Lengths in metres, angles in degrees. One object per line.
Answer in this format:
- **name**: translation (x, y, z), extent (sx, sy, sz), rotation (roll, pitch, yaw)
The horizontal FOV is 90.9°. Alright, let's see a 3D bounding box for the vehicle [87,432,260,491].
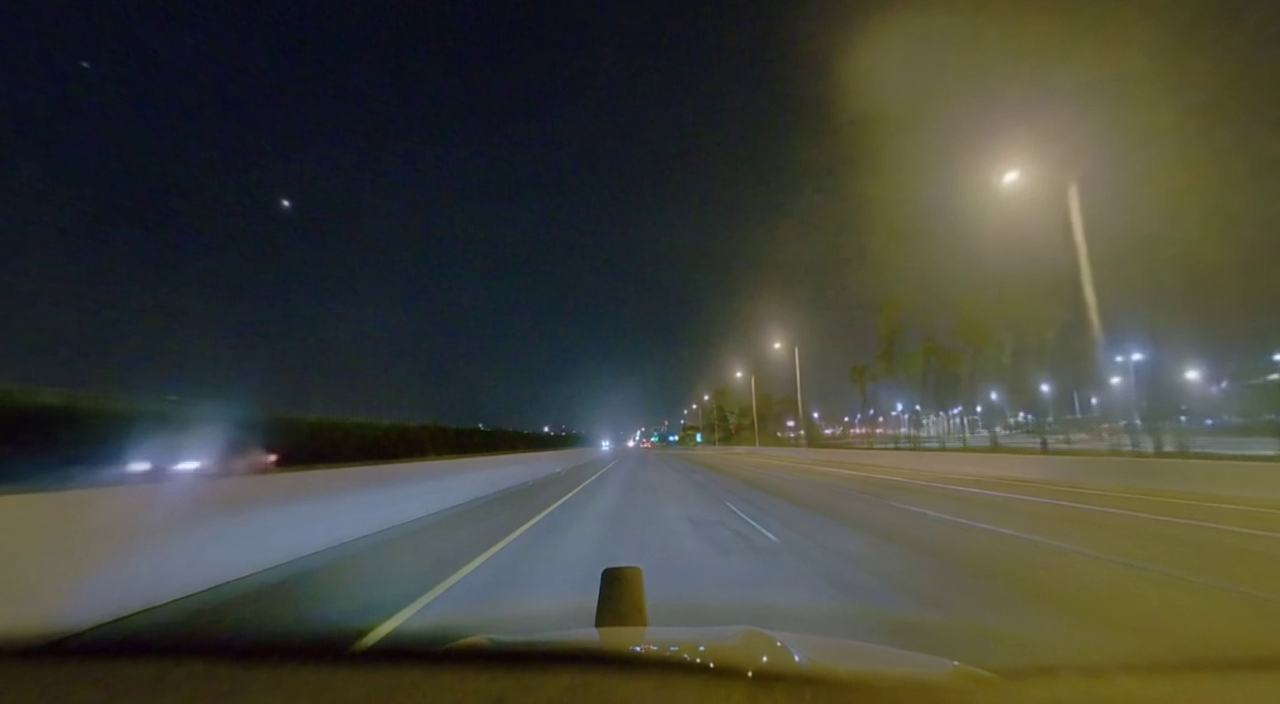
- **vehicle**: translation (-17.342, 4.085, 23.974), extent (2.355, 1.971, 5.430), rotation (0, -8, 1)
